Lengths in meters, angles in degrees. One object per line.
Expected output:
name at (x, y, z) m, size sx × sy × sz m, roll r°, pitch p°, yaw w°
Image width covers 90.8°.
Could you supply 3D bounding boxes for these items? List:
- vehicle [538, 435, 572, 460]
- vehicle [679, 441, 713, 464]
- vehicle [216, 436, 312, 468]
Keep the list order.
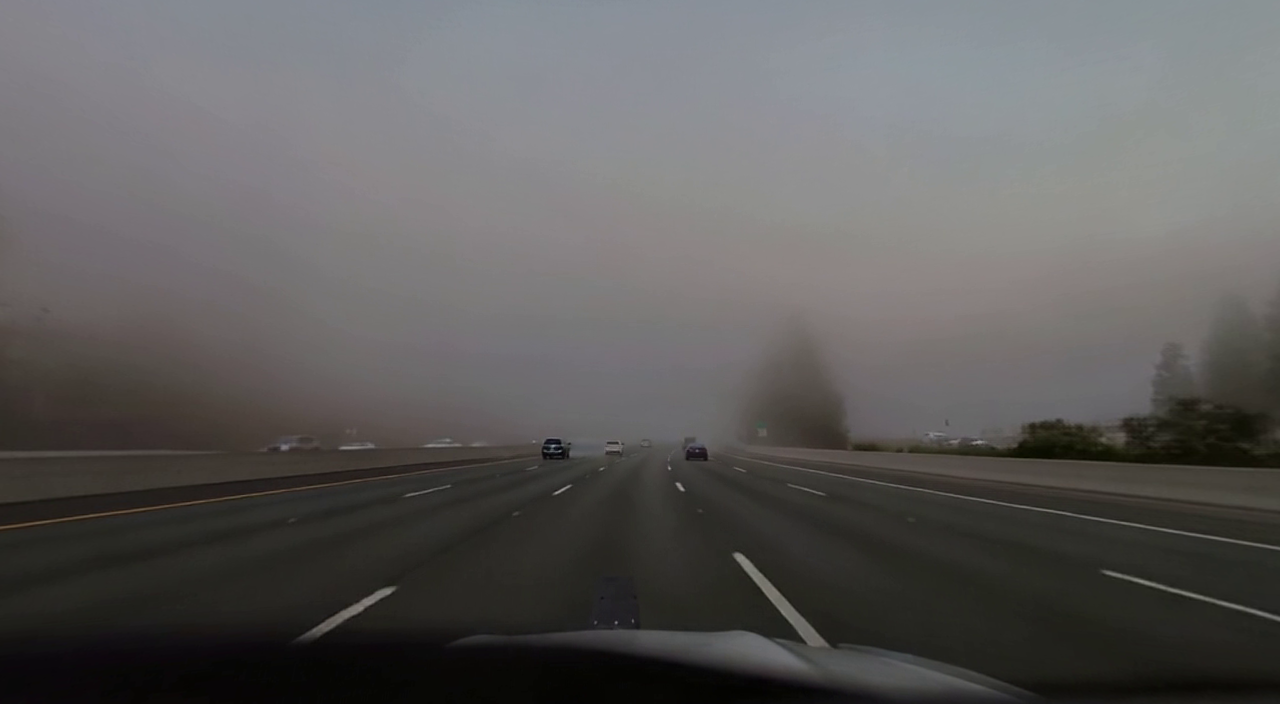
vehicle at (-6.597, 7.477, 49.386) m, size 2.009 × 1.850 × 4.338 m, roll 0°, pitch -9°, yaw 1°
vehicle at (3.717, 6.743, 42.522) m, size 1.967 × 1.475 × 4.080 m, roll 0°, pitch -9°, yaw 1°
vehicle at (-22.946, 6.127, 38.913) m, size 2.160 × 1.808 × 5.734 m, roll 0°, pitch -9°, yaw 2°
